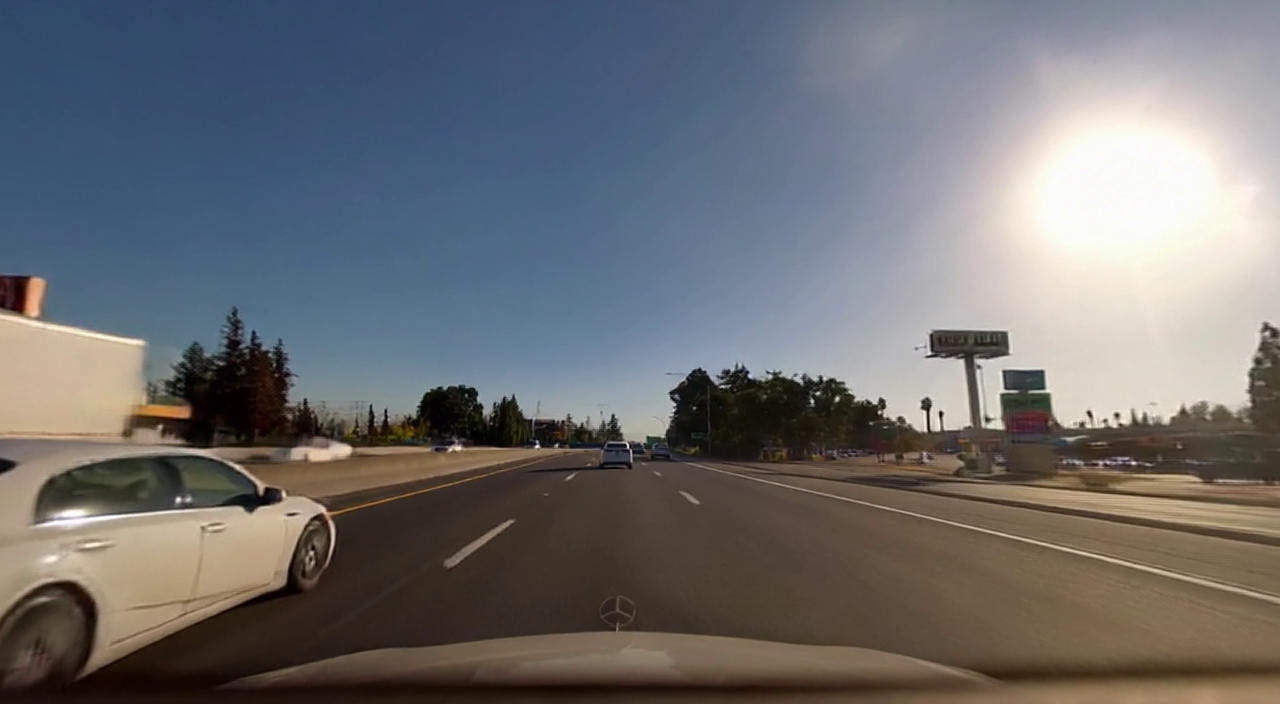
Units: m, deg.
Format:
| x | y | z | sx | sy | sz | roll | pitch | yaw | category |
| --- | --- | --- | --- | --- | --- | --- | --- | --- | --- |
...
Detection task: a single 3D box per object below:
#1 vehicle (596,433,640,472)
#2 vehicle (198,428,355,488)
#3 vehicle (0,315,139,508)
| x | y | z | sx | sy | sz | roll | pitch | yaw | category |
| --- | --- | --- | --- | --- | --- | --- | --- | --- | --- |
| -1.138 | 5.281 | 33.306 | 2.155 | 1.856 | 4.796 | 0 | -8 | -1 | vehicle |
| -11.390 | 3.368 | 20.352 | 2.084 | 1.683 | 5.021 | 0 | -8 | 0 | vehicle |
| -15.309 | 0.629 | 9.256 | 2.879 | 4.182 | 16.554 | 0 | -8 | -2 | vehicle |
